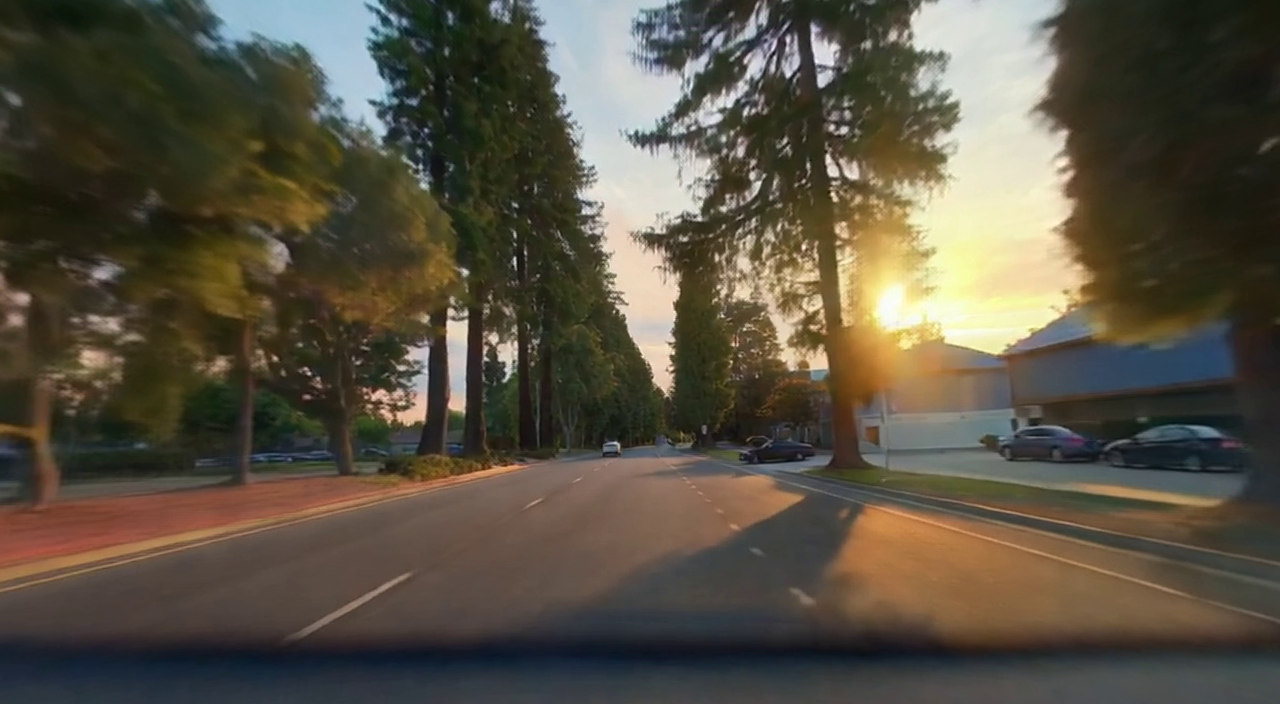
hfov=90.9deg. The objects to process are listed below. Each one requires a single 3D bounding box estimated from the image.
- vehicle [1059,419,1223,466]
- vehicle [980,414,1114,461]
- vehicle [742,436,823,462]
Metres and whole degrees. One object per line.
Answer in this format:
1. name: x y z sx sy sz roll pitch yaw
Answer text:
1. vehicle: 17.037 3.144 21.823 1.825 1.458 4.689 0 -8 0
2. vehicle: 17.494 3.744 27.575 2.094 1.813 5.789 -1 -8 2
3. vehicle: 8.556 5.897 38.258 4.575 1.514 1.932 -1 -8 7
